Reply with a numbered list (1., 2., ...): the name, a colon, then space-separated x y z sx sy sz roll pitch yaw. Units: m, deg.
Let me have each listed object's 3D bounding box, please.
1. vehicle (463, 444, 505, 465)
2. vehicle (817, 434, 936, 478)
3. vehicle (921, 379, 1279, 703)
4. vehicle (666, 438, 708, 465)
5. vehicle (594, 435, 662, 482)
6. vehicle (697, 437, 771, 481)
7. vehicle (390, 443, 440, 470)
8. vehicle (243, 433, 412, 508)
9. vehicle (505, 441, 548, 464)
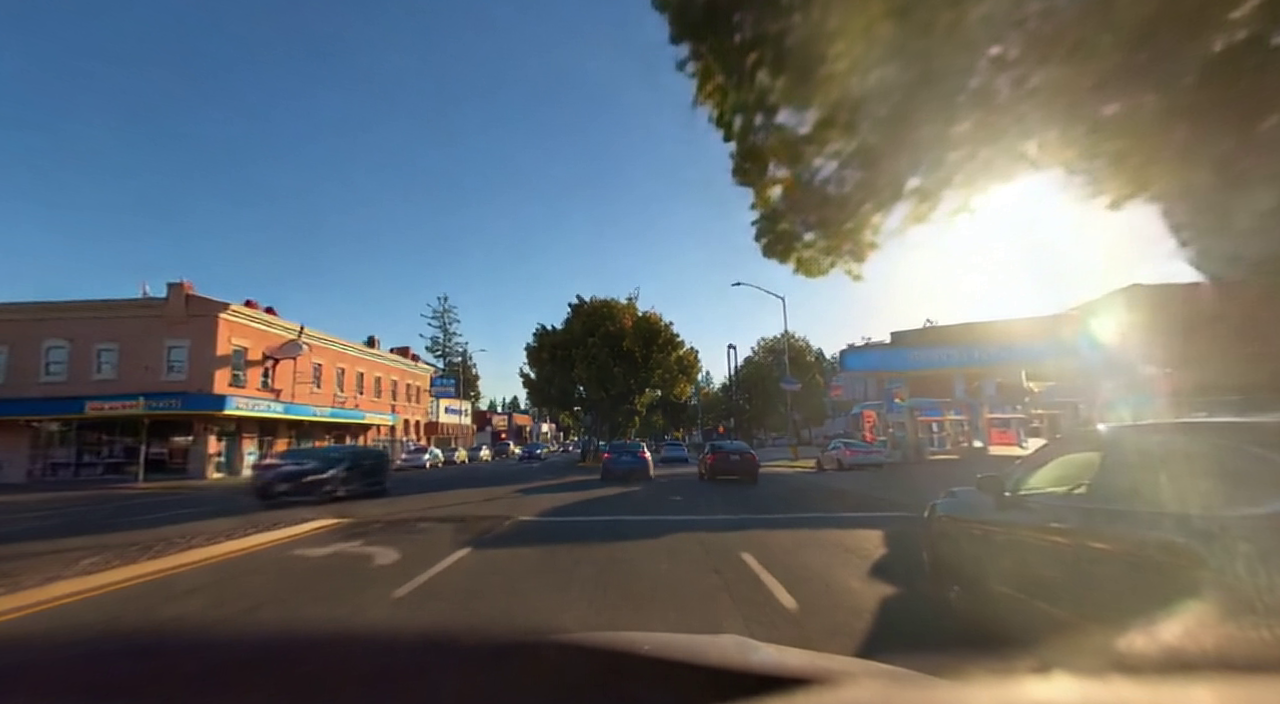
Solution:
1. vehicle: -11.654 7.663 47.504 1.915 1.473 4.573 0 -8 1
2. vehicle: 9.938 4.416 27.012 4.464 1.755 2.236 -2 -9 14
3. vehicle: 3.206 0.895 2.477 2.097 1.502 4.470 0 -8 -1
4. vehicle: 2.792 6.022 38.508 2.098 1.527 3.966 0 -8 -2
5. vehicle: -0.421 3.799 22.884 2.232 1.508 4.319 0 -8 -1
6. vehicle: 3.413 3.980 23.854 2.060 1.471 4.168 0 -8 -1
7. vehicle: -15.663 7.287 44.355 1.979 1.819 4.308 0 -8 -1
8. vehicle: -7.538 2.879 15.835 2.085 1.610 4.085 0 -8 1
9. vehicle: -8.137 7.219 45.697 2.240 1.550 4.760 0 -8 0
